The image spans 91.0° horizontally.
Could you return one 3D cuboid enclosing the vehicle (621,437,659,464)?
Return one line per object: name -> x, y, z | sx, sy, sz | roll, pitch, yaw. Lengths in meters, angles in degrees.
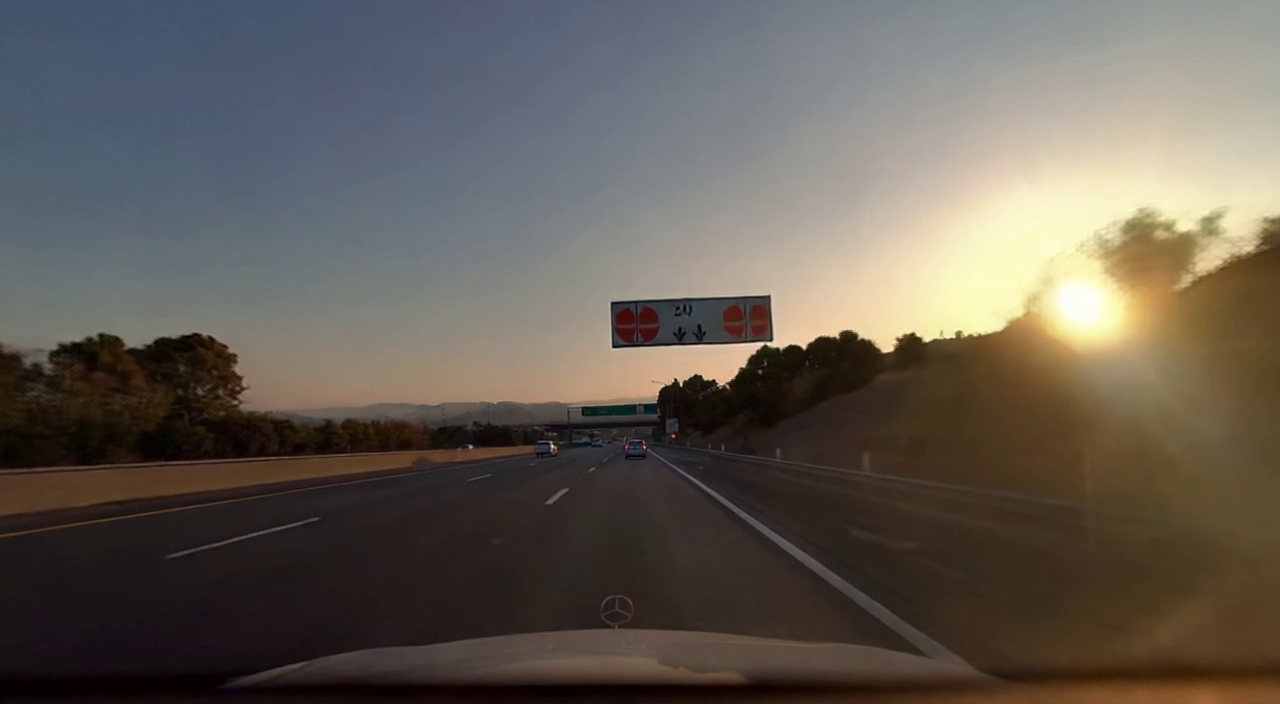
vehicle -> -0.050, 5.619, 36.171 | 2.072, 1.440, 3.690 | 0, -8, -1
